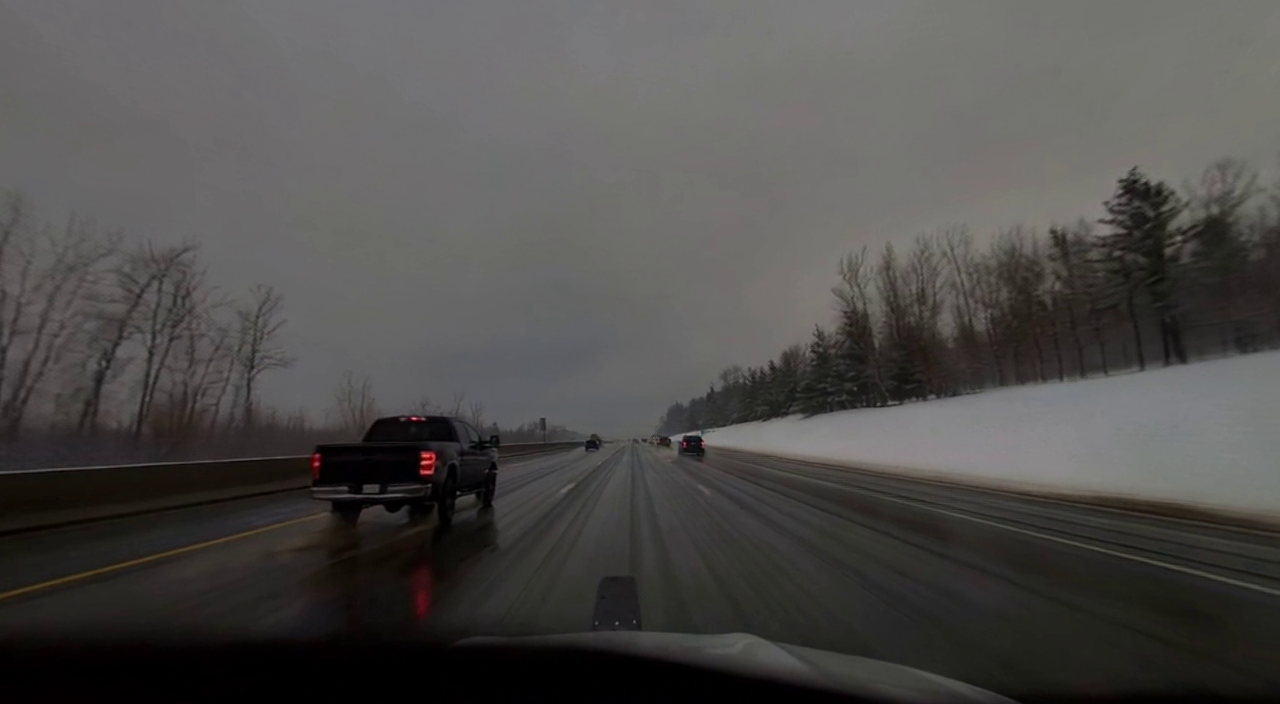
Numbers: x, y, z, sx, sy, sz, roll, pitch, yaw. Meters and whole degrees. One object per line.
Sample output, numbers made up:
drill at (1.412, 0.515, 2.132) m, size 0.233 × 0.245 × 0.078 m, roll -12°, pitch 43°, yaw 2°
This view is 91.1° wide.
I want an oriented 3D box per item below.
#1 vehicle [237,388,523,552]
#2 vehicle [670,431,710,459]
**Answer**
vehicle at (-3.247, 1.590, 9.193) m, size 2.185 × 1.772 × 4.656 m, roll 0°, pitch -8°, yaw 0°
vehicle at (3.169, 5.969, 40.539) m, size 2.124 × 1.696 × 4.173 m, roll 0°, pitch -8°, yaw -2°
